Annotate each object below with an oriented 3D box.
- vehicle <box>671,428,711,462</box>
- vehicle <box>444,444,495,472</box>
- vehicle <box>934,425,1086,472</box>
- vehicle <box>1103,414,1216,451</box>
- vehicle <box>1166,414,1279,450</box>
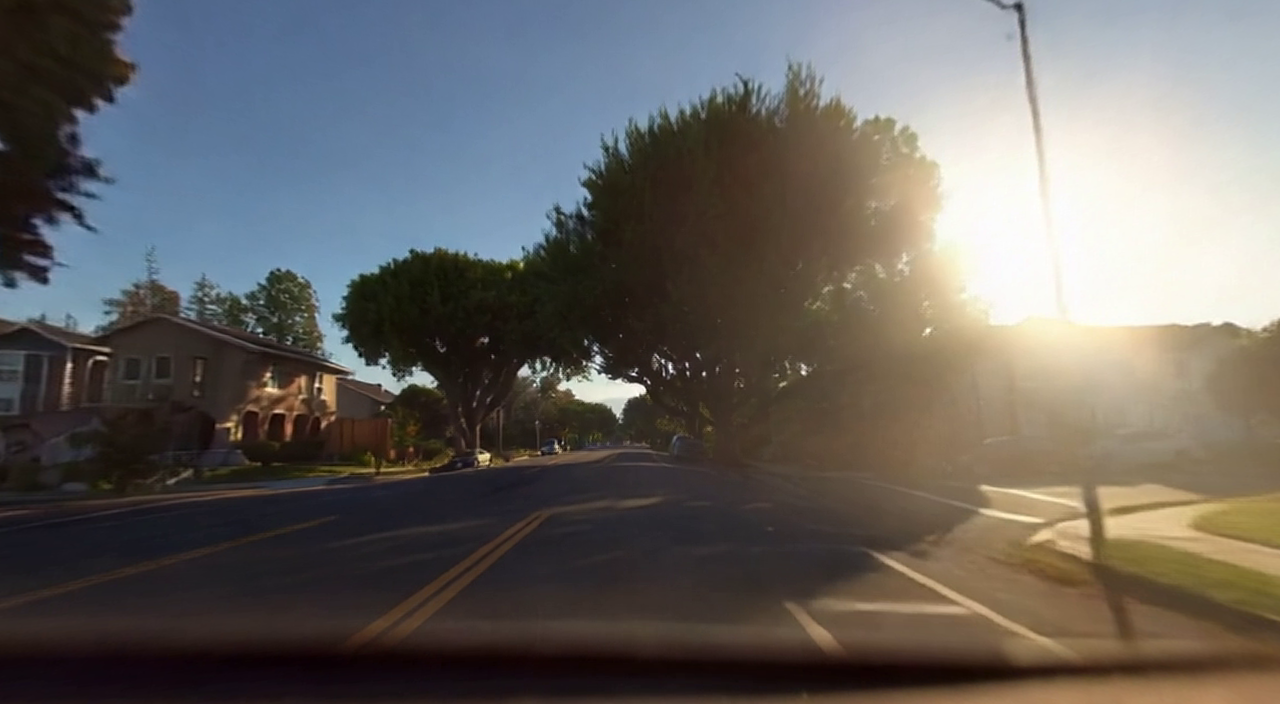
[{"bbox_3d":[3.660,6.844,46.639,2.504,2.114,6.073,5,-8,3],"label":"vehicle"},{"bbox_3d":[-11.038,6.865,41.287,2.049,1.527,4.677,-4,-8,-1],"label":"vehicle"},{"bbox_3d":[14.308,3.754,24.678,4.635,1.706,1.954,-1,-8,2],"label":"vehicle"},{"bbox_3d":[26.973,4.222,33.013,2.000,1.773,4.469,0,-8,-1],"label":"vehicle"},{"bbox_3d":[29.872,4.140,32.582,1.918,1.717,4.112,-1,-8,2],"label":"vehicle"}]
